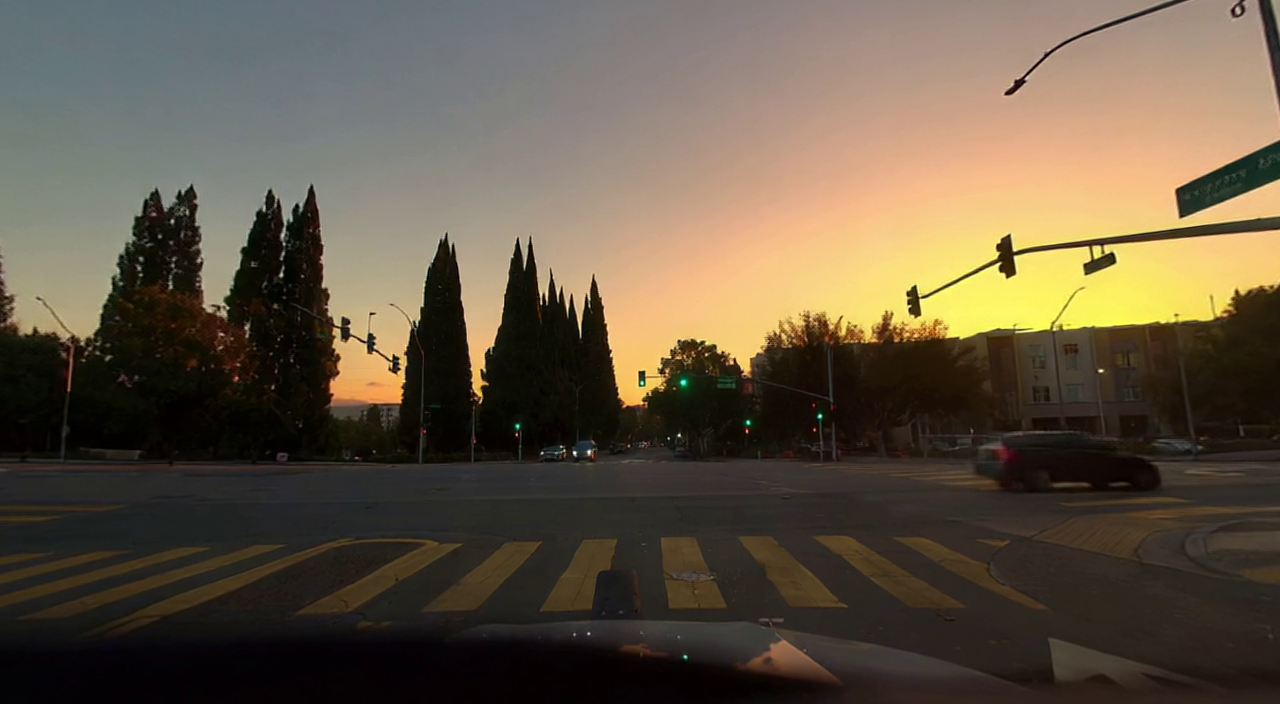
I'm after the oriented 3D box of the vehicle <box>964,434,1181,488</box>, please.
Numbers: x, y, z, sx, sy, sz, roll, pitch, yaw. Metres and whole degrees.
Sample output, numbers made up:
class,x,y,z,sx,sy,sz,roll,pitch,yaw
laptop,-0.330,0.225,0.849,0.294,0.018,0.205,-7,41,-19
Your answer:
class,x,y,z,sx,sy,sz,roll,pitch,yaw
vehicle,12.528,3.185,18.584,4.838,1.468,2.052,0,-9,0
